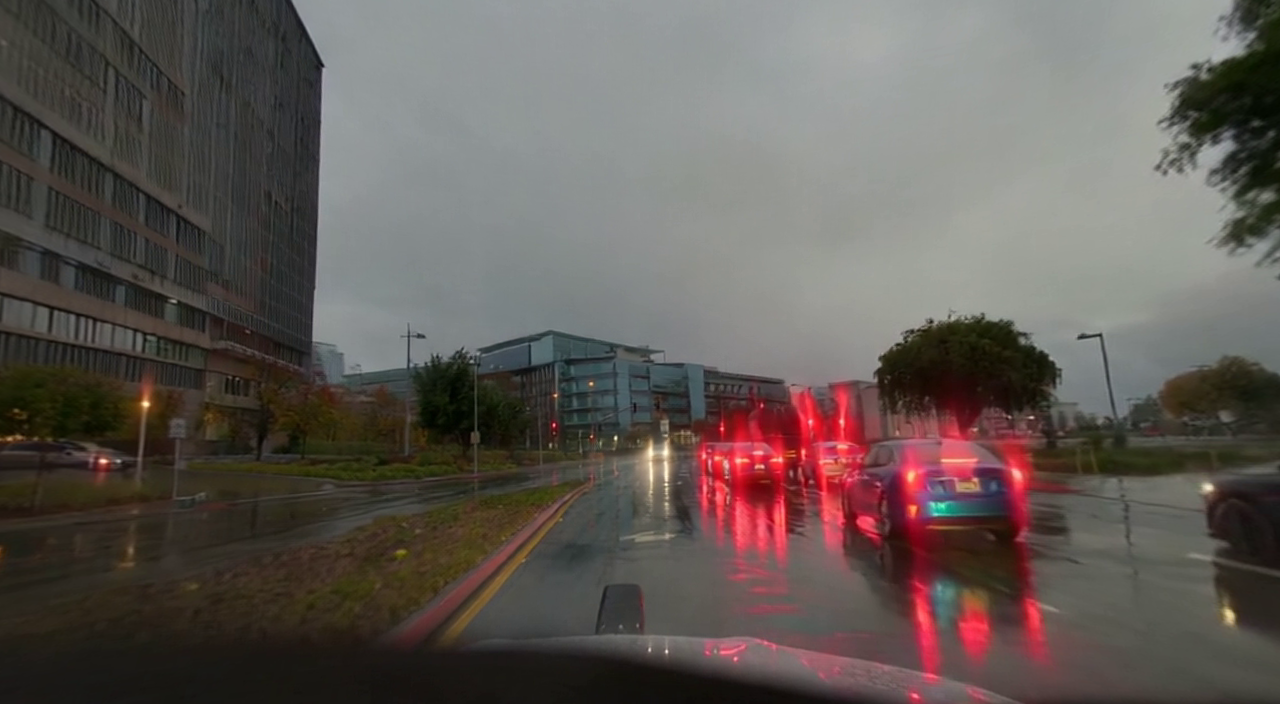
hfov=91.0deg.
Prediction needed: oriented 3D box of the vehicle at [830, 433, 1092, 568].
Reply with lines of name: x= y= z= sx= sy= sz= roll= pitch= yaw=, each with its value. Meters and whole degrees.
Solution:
vehicle: x=4.634 y=2.167 z=10.182 sx=2.089 sy=1.609 sz=4.922 roll=-1 pitch=-8 yaw=6

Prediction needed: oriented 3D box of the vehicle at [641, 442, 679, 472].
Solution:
vehicle: x=1.268 y=6.395 z=38.526 sx=2.121 sy=1.728 sz=4.161 roll=-1 pitch=-8 yaw=4

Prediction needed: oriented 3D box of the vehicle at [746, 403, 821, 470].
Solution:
vehicle: x=8.999 y=5.622 z=41.375 sx=3.128 sy=3.616 sz=13.736 roll=-1 pitch=-8 yaw=6

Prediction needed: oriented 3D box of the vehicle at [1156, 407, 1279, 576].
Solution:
vehicle: x=7.777 y=1.289 z=5.451 sx=2.138 sy=1.738 sz=5.088 roll=0 pitch=-8 yaw=-3

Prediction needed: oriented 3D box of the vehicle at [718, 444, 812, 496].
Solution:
vehicle: x=4.043 y=3.878 z=21.162 sx=2.183 sy=1.553 sz=3.923 roll=0 pitch=-8 yaw=-3

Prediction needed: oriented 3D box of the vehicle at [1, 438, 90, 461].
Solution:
vehicle: x=-45.618 y=7.452 z=48.351 sx=4.600 sy=1.700 sz=1.957 roll=1 pitch=-8 yaw=-5
